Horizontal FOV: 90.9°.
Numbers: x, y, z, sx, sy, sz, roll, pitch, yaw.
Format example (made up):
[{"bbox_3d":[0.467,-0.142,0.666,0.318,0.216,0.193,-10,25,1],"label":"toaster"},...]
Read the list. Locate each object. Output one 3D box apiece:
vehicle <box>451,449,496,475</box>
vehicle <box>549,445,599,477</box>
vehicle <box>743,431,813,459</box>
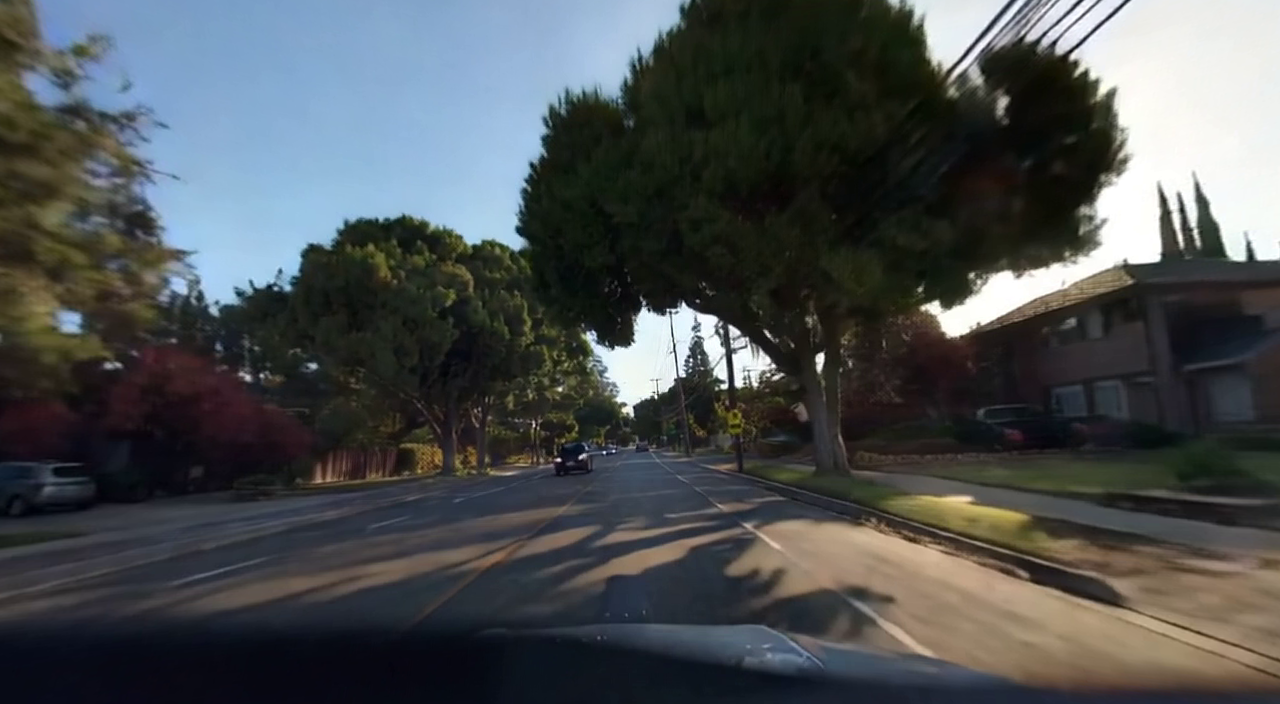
[{"bbox_3d":[-13.128,8.649,49.962,2.053,1.906,4.889,0,-9,3],"label":"vehicle"},{"bbox_3d":[-3.498,5.853,34.088,2.102,1.524,4.387,-3,-9,1],"label":"vehicle"},{"bbox_3d":[10.354,7.020,47.535,4.626,1.731,2.007,-3,-9,-2],"label":"vehicle"}]
